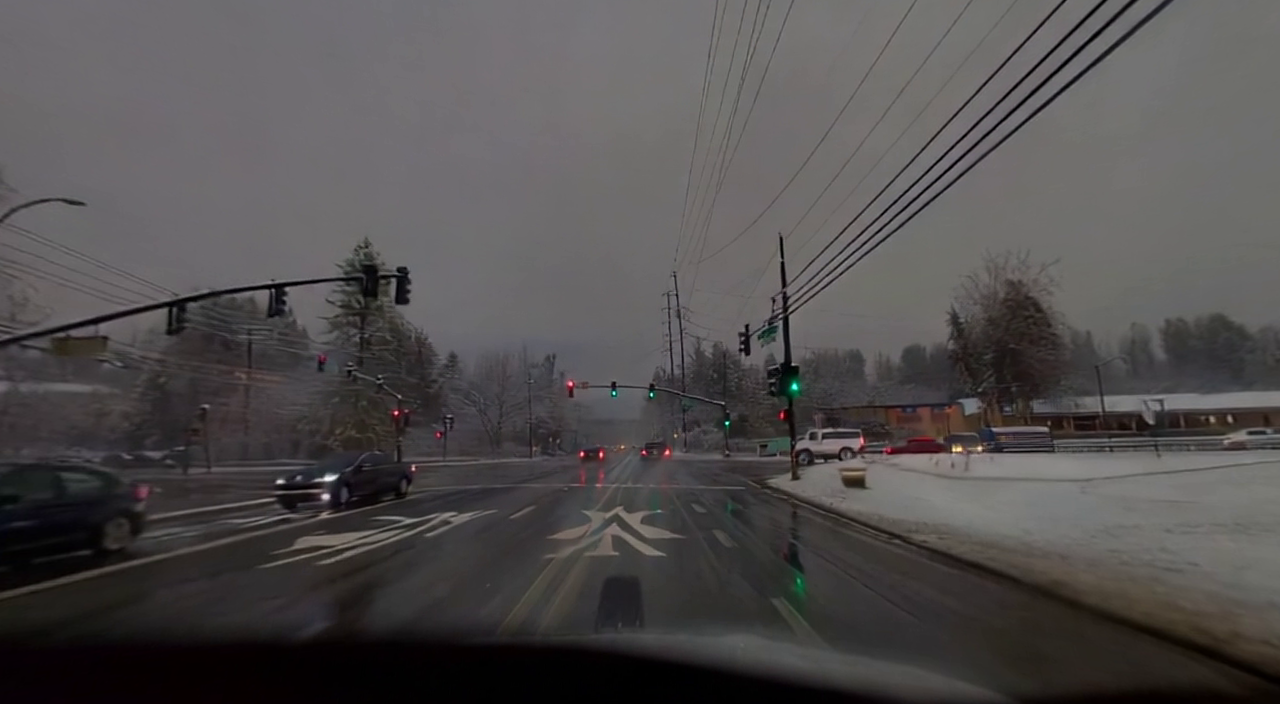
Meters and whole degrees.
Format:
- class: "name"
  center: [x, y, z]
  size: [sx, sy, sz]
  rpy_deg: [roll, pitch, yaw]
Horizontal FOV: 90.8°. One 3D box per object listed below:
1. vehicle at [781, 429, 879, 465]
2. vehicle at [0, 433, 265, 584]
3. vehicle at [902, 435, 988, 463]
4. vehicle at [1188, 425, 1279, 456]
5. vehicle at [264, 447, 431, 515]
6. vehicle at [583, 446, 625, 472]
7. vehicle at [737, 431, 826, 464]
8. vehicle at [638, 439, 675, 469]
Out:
- class: "vehicle"
  center: [12.539, 6.315, 42.075]
  size: [5.748, 2.332, 2.361]
  rpy_deg: [0, -9, 3]
- class: "vehicle"
  center: [-7.606, 1.977, 8.874]
  size: [1.912, 1.573, 4.299]
  rpy_deg: [0, -8, 2]
- class: "vehicle"
  center: [19.949, 6.351, 41.454]
  size: [4.544, 1.764, 1.985]
  rpy_deg: [-1, -9, 4]
- class: "vehicle"
  center: [38.639, 5.678, 40.340]
  size: [4.988, 1.916, 2.172]
  rpy_deg: [-1, -9, 3]
- class: "vehicle"
  center: [-7.176, 3.170, 16.145]
  size: [1.904, 1.449, 4.580]
  rpy_deg: [0, -8, 3]
- class: "vehicle"
  center: [-2.148, 6.490, 38.628]
  size: [2.064, 1.464, 4.373]
  rpy_deg: [0, -8, 3]
- class: "vehicle"
  center: [10.250, 7.004, 46.362]
  size: [5.904, 2.269, 2.948]
  rpy_deg: [-1, -8, 3]
- class: "vehicle"
  center: [1.139, 6.729, 41.892]
  size: [2.276, 1.850, 3.897]
  rpy_deg: [-1, -8, 4]
